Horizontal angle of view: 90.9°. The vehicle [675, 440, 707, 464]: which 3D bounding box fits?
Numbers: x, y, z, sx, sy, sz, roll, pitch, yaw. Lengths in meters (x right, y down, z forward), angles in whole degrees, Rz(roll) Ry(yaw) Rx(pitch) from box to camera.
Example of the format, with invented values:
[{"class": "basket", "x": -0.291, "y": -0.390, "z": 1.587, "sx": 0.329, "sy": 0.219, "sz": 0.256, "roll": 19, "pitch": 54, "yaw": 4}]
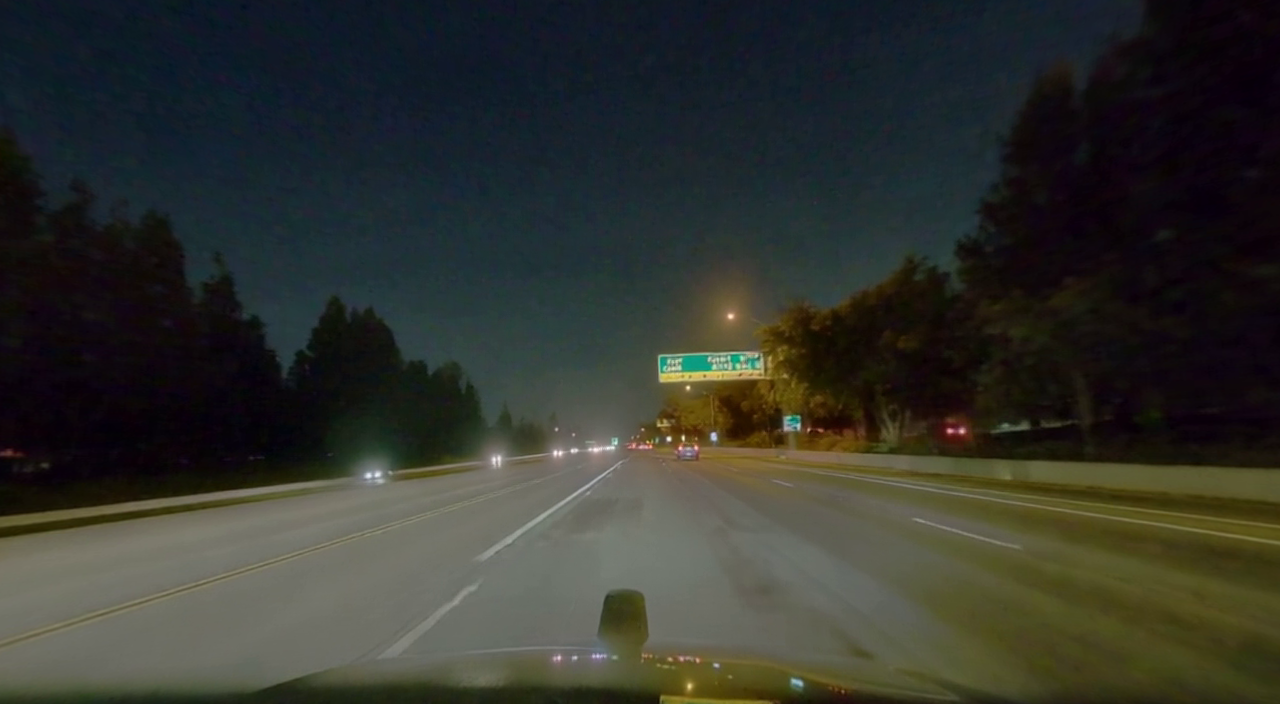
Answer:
[{"class": "vehicle", "x": 3.867, "y": 7.658, "z": 48.548, "sx": 2.099, "sy": 1.748, "sz": 4.331, "roll": 0, "pitch": -8, "yaw": -1}]
